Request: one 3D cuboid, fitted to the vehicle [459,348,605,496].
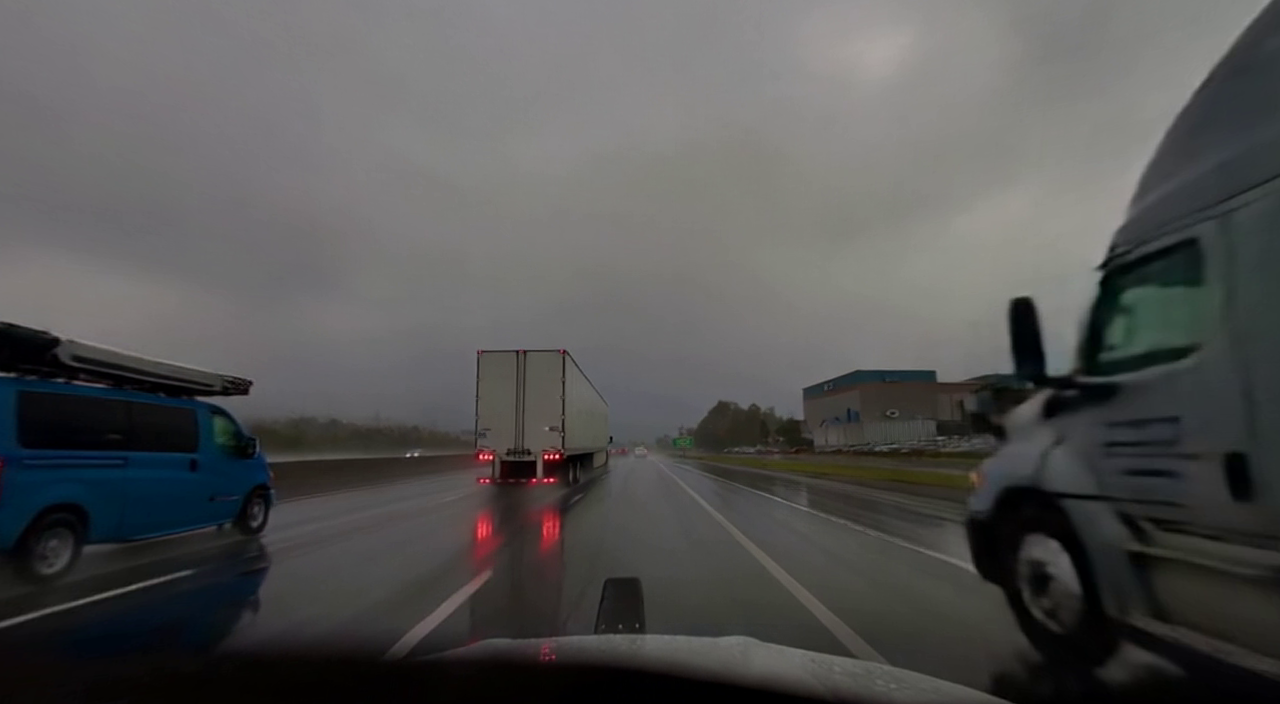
[{"bbox_3d":[-3.437,3.110,25.780,2.939,4.132,16.303,0,-8,1],"label":"vehicle"}]

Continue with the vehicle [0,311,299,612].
[{"bbox_3d":[-6.943,1.244,7.439,2.385,2.672,6.049,0,-8,0],"label":"vehicle"}]
